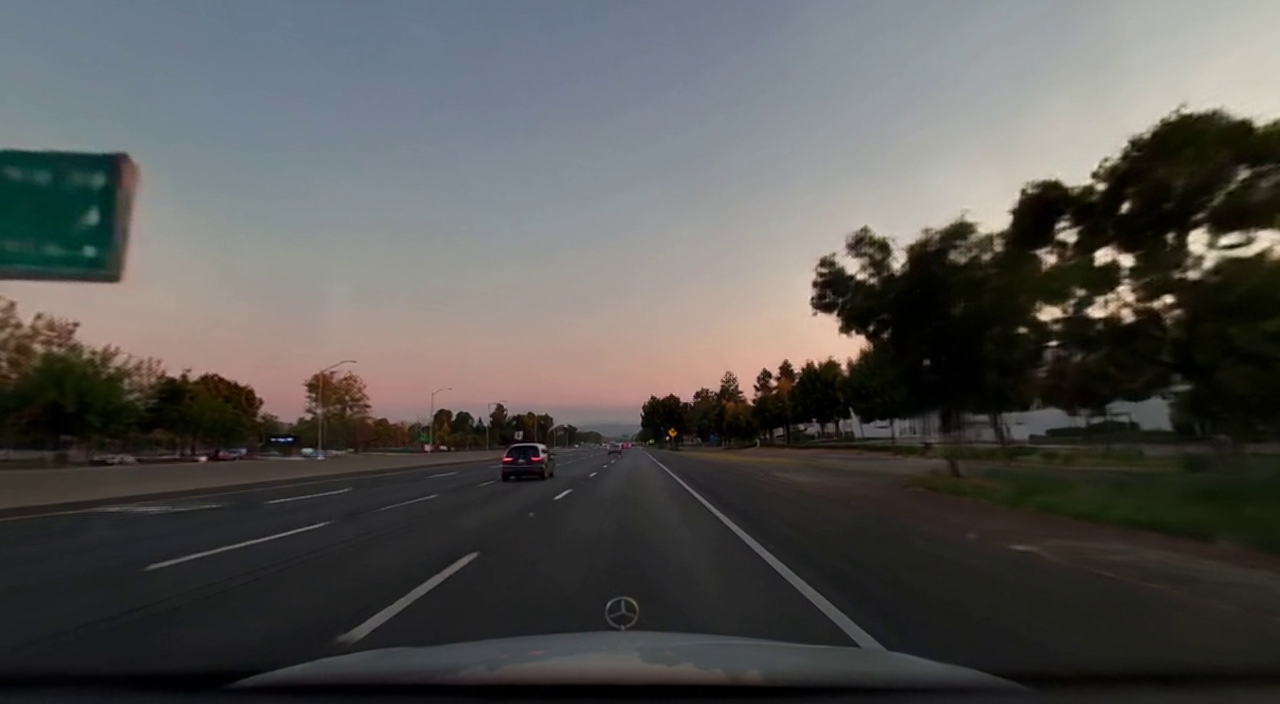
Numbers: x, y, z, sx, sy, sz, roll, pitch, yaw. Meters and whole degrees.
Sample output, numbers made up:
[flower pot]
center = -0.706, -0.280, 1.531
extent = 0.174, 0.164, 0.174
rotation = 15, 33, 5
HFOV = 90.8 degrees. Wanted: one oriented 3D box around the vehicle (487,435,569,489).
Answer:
[vehicle]
center = -4.008, 4.031, 23.547
extent = 2.150, 1.761, 4.697
rotation = 0, -8, 1
